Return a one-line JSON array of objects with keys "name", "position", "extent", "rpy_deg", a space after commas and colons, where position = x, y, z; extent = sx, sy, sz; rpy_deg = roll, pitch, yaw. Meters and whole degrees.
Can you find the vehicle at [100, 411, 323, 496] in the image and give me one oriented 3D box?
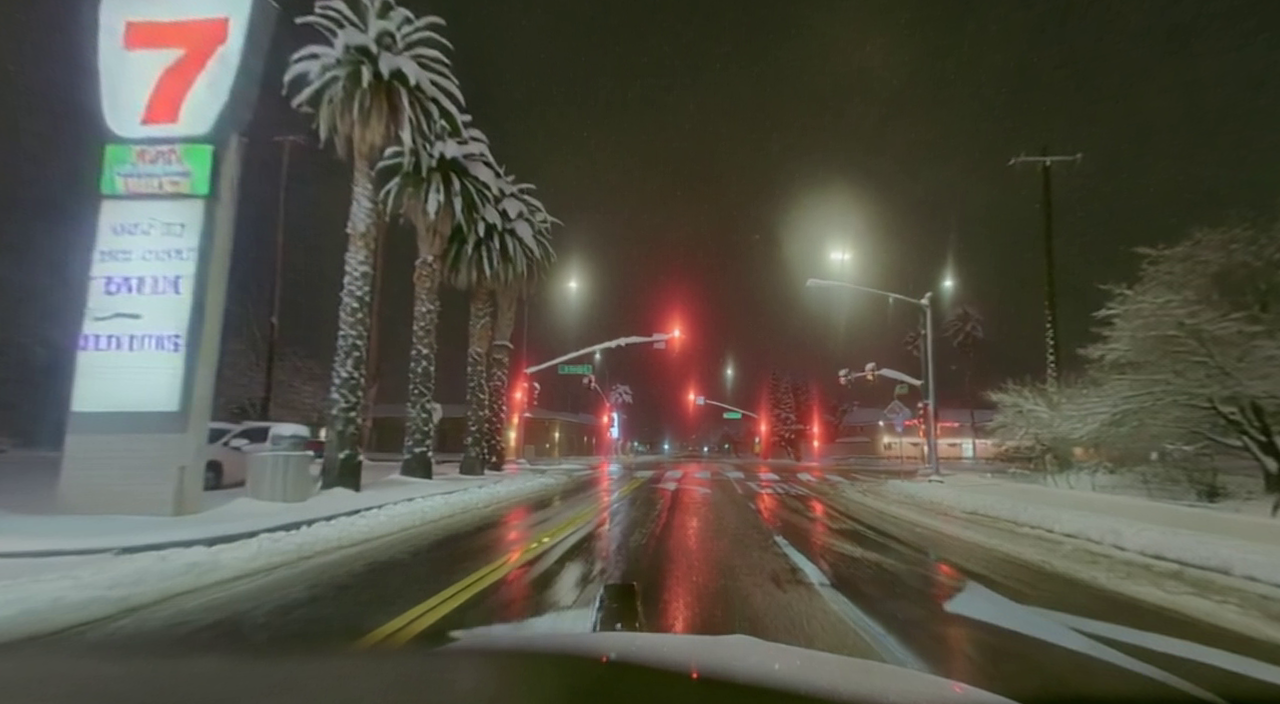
[{"name": "vehicle", "position": [-10.441, 2.541, 15.995], "extent": [2.109, 1.816, 4.670], "rpy_deg": [-1, -8, 4]}]
